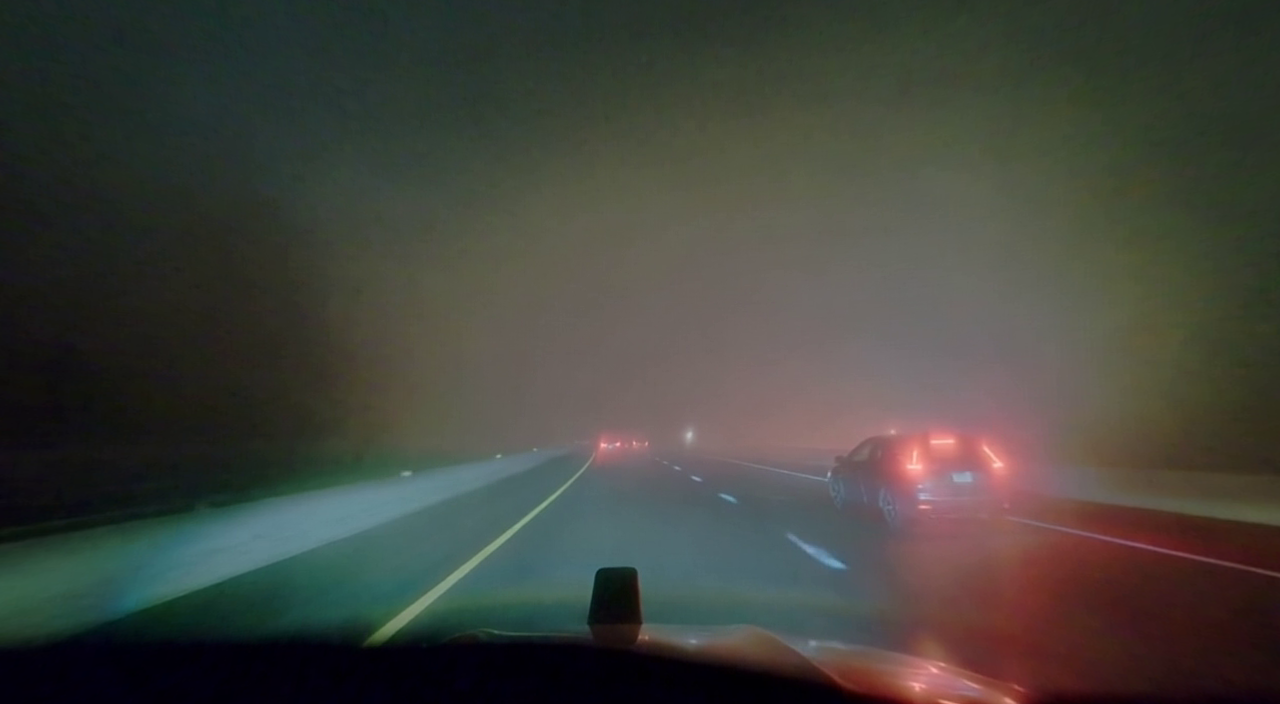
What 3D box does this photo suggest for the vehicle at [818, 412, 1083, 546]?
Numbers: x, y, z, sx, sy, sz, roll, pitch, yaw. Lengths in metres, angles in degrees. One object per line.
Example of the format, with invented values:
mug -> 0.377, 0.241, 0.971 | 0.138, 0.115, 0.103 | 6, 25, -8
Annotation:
vehicle -> 4.069, 1.700, 9.044 | 1.852, 1.513, 3.652 | 0, -8, -2

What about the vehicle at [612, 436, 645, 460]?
vehicle -> -0.807, 6.292, 41.365 | 1.998, 1.512, 3.735 | 1, -8, -3
